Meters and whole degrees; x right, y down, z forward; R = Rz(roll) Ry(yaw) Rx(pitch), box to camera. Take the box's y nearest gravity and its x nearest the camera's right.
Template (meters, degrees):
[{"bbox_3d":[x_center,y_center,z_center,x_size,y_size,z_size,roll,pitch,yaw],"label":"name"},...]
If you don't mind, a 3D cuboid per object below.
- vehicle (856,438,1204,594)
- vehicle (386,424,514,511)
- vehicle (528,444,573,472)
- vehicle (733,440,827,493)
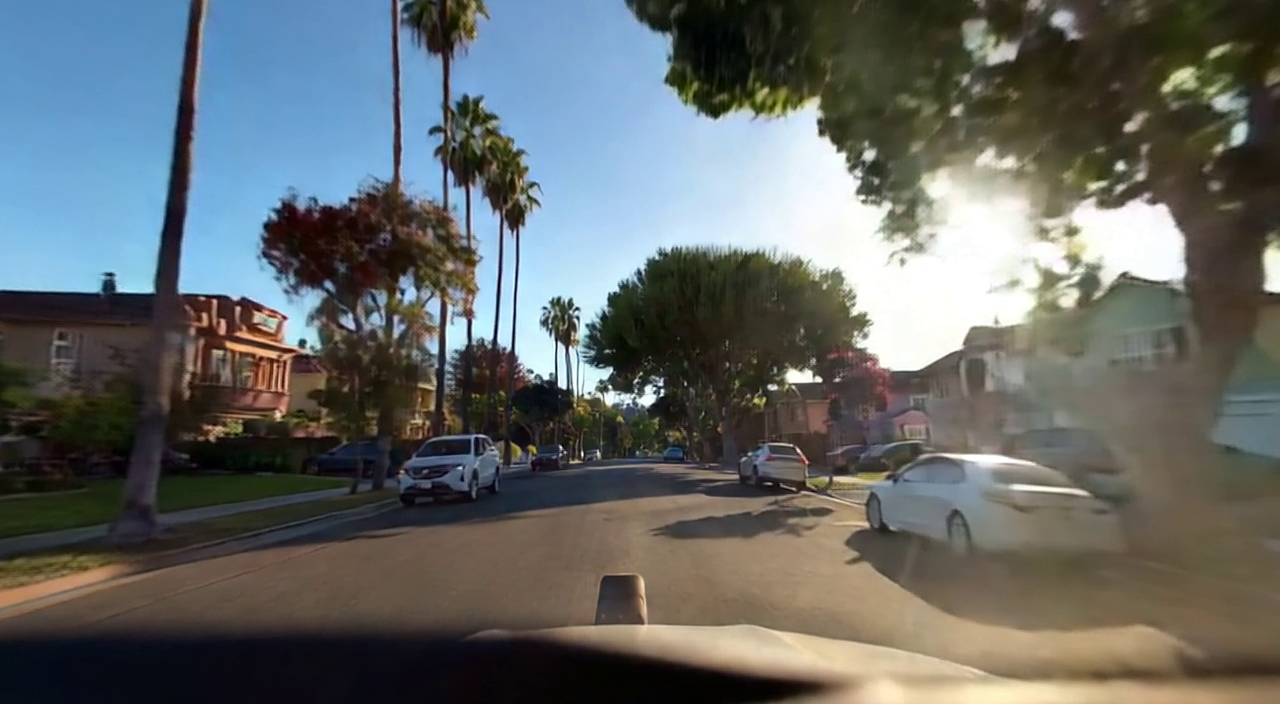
[{"bbox_3d":[4.790,2.025,8.793,2.056,1.464,4.493,3,-9,1],"label":"vehicle"},{"bbox_3d":[-4.865,3.021,17.037,2.149,1.877,5.082,-1,-8,-3],"label":"vehicle"},{"bbox_3d":[-5.478,6.533,39.251,2.079,1.486,4.877,-3,-8,-1],"label":"vehicle"},{"bbox_3d":[4.511,3.760,21.104,1.991,1.554,4.501,0,-9,-1],"label":"vehicle"}]
